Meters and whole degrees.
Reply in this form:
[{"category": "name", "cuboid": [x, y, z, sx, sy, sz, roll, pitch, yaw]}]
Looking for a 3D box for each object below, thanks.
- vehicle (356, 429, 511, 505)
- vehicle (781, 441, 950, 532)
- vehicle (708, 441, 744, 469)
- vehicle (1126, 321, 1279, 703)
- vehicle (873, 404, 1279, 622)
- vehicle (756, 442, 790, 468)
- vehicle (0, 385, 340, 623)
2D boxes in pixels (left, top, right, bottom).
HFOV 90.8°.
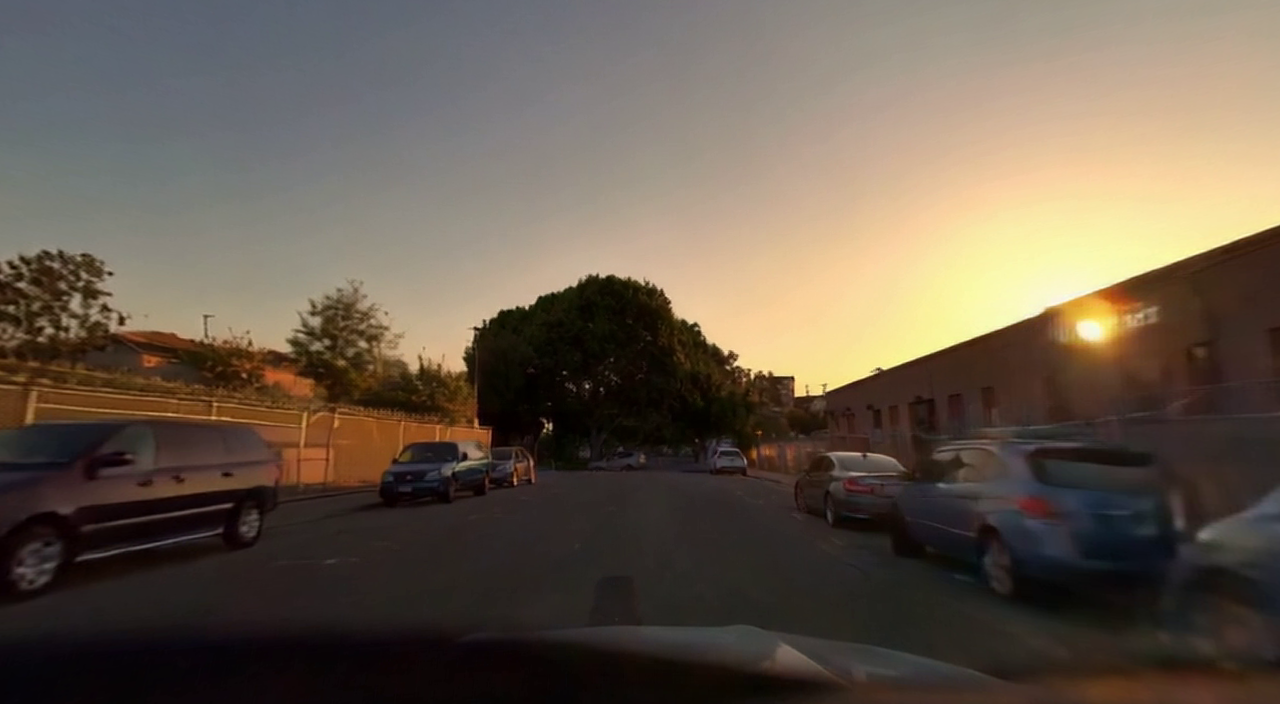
[{"category": "vehicle", "cuboid": [-5.917, 3.374, 19.182, 2.504, 1.919, 5.658, -1, -8, 3]}, {"category": "vehicle", "cuboid": [4.571, 2.745, 13.695, 2.050, 1.475, 4.613, 1, -7, 1]}, {"category": "vehicle", "cuboid": [6.239, 7.503, 46.454, 2.158, 1.900, 5.376, 0, -8, 3]}, {"category": "vehicle", "cuboid": [4.251, 0.593, 1.026, 2.327, 2.021, 5.850, 1, -8, 1]}, {"category": "vehicle", "cuboid": [4.561, 1.666, 7.584, 1.941, 1.810, 4.364, 0, -8, 2]}, {"category": "vehicle", "cuboid": [10.000, 7.771, 47.609, 1.911, 1.685, 3.764, 2, -12, 3]}, {"category": "vehicle", "cuboid": [-6.365, 1.671, 7.951, 2.304, 1.937, 5.720, -1, -8, 1]}]
